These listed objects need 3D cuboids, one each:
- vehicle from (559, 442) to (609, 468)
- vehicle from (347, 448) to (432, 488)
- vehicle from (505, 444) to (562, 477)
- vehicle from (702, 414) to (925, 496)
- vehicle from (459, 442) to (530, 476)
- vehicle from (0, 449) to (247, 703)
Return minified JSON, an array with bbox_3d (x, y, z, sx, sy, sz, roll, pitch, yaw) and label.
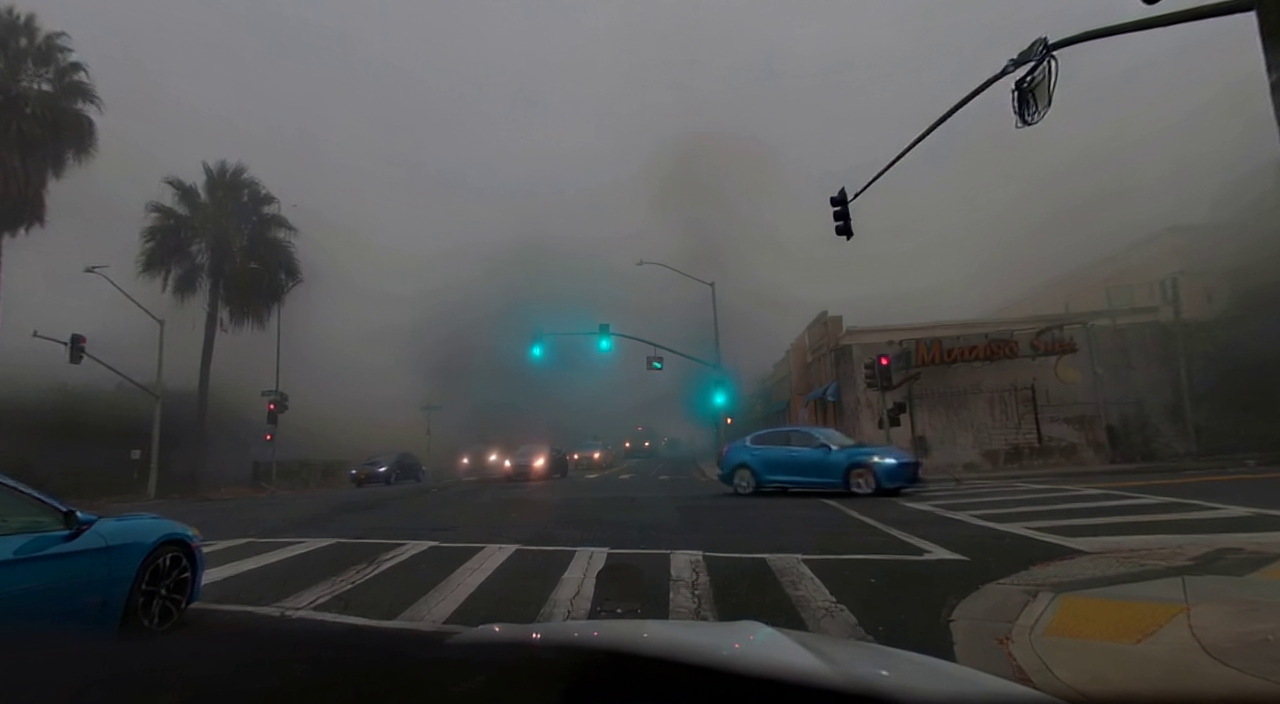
[{"bbox_3d":[-3.588,6.734,41.408,2.072,1.613,4.386,-2,-9,12],"label":"vehicle"},{"bbox_3d":[-12.607,5.847,32.147,1.870,1.705,4.426,-7,-10,11],"label":"vehicle"},{"bbox_3d":[-5.043,5.197,30.522,1.839,1.468,4.549,0,-9,2],"label":"vehicle"},{"bbox_3d":[4.143,2.491,15.446,4.775,1.709,2.092,-6,-11,34],"label":"vehicle"},{"bbox_3d":[-8.267,6.227,36.590,2.050,1.792,5.507,-2,-10,9],"label":"vehicle"},{"bbox_3d":[-3.705,1.021,2.253,1.850,1.325,4.295,0,-9,0],"label":"vehicle"}]
